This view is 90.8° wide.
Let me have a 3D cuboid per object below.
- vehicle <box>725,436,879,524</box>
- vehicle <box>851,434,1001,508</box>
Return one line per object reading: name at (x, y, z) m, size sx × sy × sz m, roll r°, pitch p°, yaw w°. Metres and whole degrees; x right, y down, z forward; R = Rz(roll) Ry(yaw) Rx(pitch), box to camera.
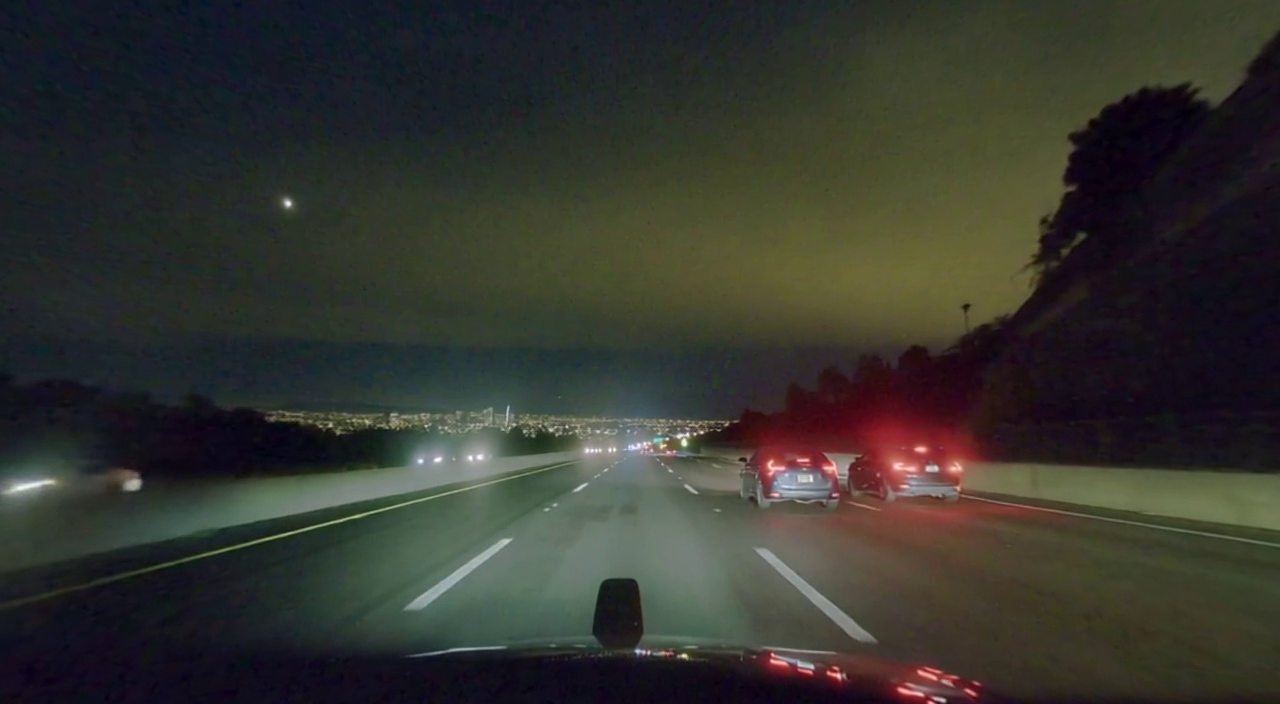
vehicle at (3.172, 2.600, 13.503) m, size 1.982 × 1.533 × 4.612 m, roll 0°, pitch -8°, yaw -1°
vehicle at (6.925, 2.903, 15.810) m, size 1.856 × 1.592 × 3.920 m, roll 0°, pitch -8°, yaw -1°
